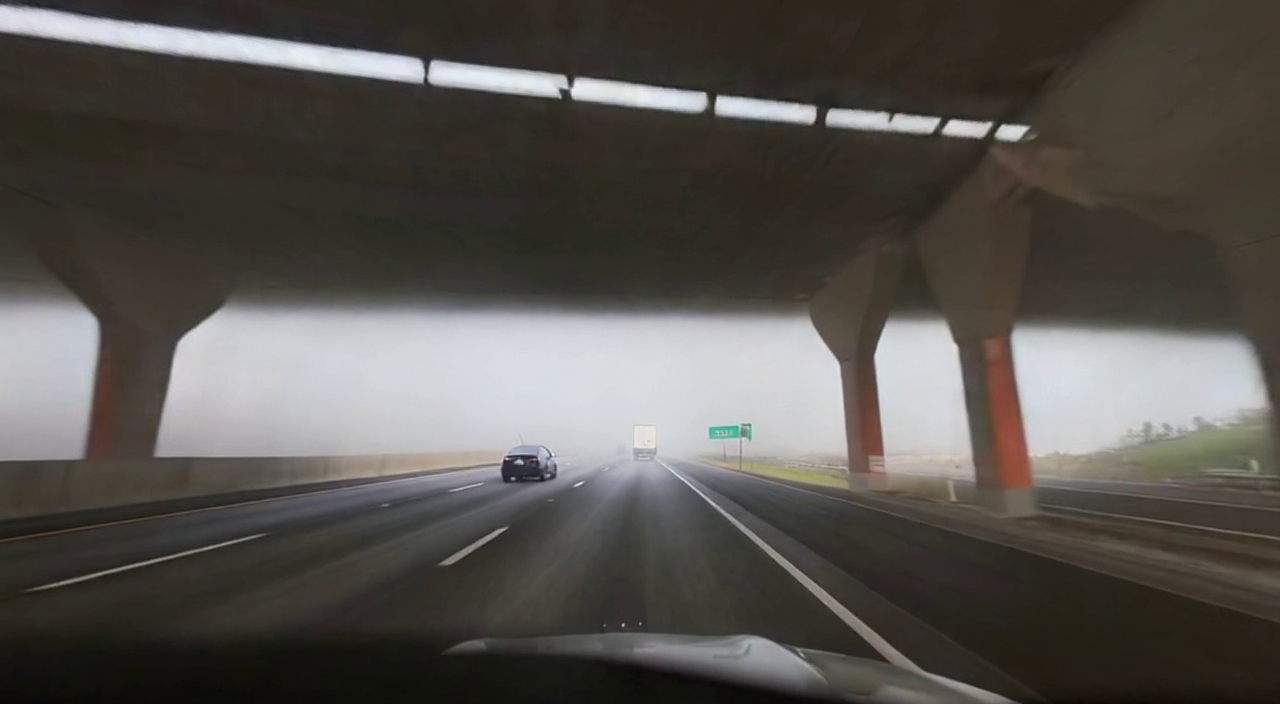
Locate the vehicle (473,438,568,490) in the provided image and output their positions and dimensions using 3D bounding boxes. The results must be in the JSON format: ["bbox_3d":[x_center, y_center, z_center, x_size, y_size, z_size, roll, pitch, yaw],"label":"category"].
[{"bbox_3d":[-4.022,3.885,22.175,2.235,1.593,5.077,0,-9,1],"label":"vehicle"}]
